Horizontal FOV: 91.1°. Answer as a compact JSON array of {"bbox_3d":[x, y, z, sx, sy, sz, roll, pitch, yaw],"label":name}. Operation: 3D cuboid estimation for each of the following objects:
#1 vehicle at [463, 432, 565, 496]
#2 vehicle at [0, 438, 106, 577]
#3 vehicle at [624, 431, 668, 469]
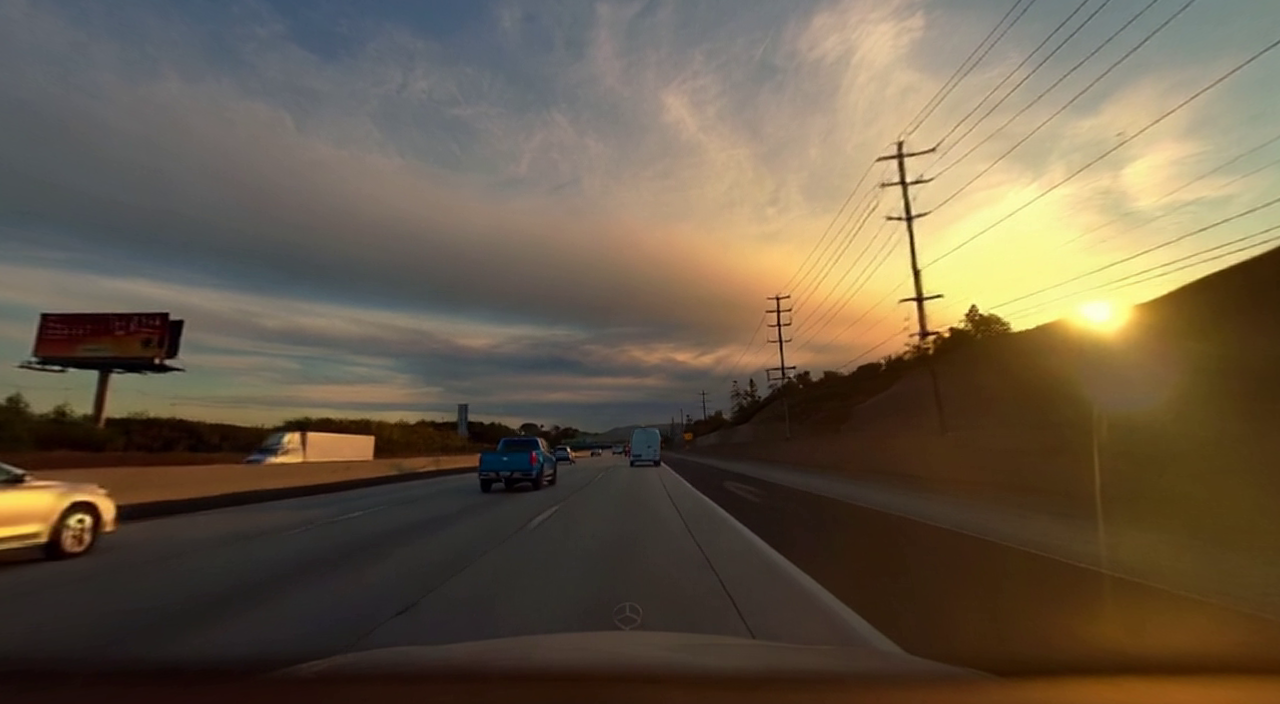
[{"bbox_3d":[-3.778,3.459,19.813,2.145,1.730,4.729,0,-8,1],"label":"vehicle"},{"bbox_3d":[-7.890,1.530,5.737,1.941,1.475,4.597,0,-8,0],"label":"vehicle"},{"bbox_3d":[0.360,6.498,41.724,2.692,2.279,5.695,0,-8,0],"label":"vehicle"}]
